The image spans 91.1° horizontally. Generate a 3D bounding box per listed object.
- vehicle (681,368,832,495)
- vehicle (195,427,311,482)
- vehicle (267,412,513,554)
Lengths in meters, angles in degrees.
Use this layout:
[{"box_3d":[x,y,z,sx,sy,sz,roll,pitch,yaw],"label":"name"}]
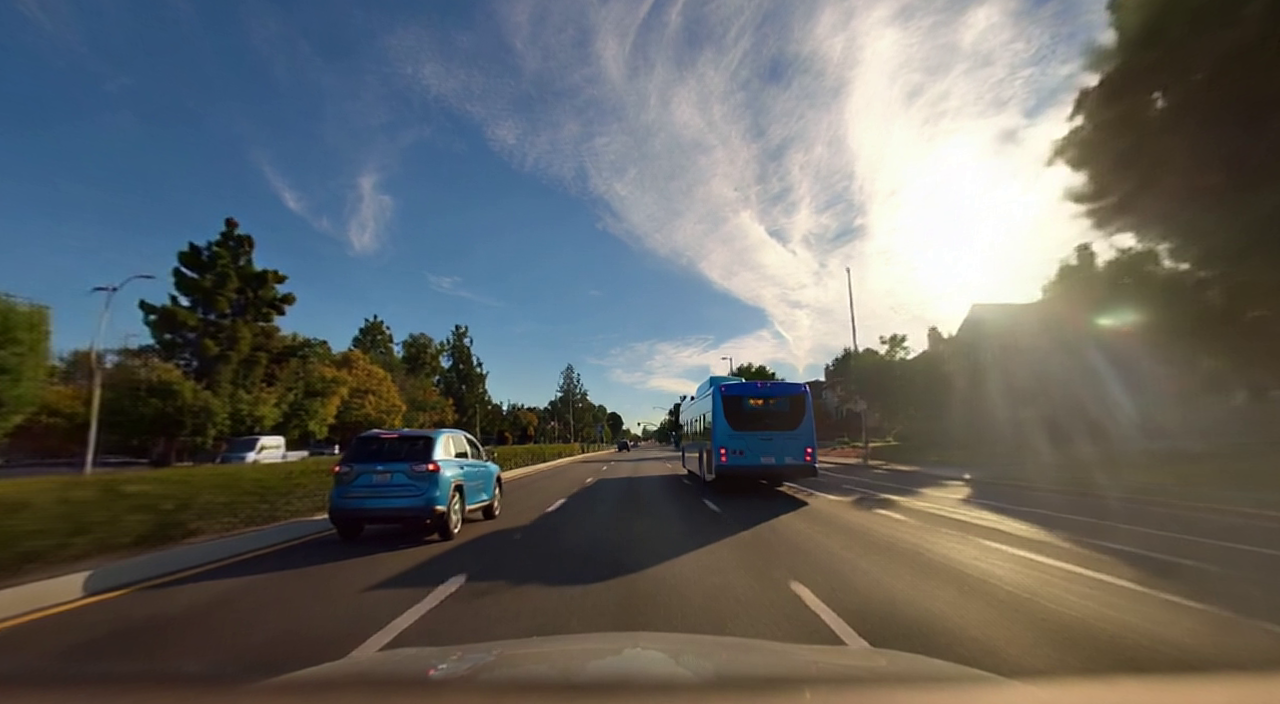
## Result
[{"box_3d":[3.449,2.958,22.764,3.072,3.278,12.747,1,-8,0],"label":"vehicle"},{"box_3d":[-22.199,5.876,36.461,2.593,2.836,6.122,0,-8,1],"label":"vehicle"},{"box_3d":[-3.632,1.969,10.214,2.111,1.767,4.333,0,-8,1],"label":"vehicle"}]
